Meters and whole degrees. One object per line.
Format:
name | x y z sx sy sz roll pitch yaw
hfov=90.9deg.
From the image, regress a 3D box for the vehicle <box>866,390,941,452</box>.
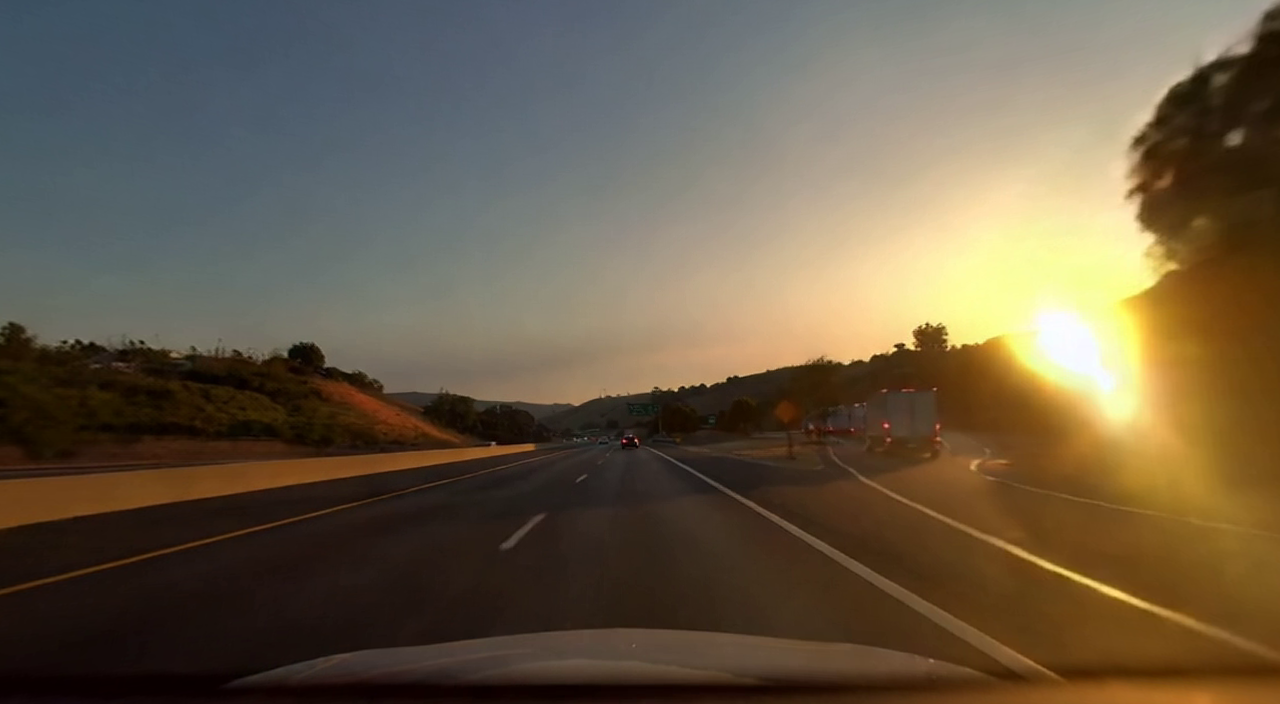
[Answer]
vehicle | 19.794 5.455 48.373 3.187 4.063 13.741 -2 -8 14
